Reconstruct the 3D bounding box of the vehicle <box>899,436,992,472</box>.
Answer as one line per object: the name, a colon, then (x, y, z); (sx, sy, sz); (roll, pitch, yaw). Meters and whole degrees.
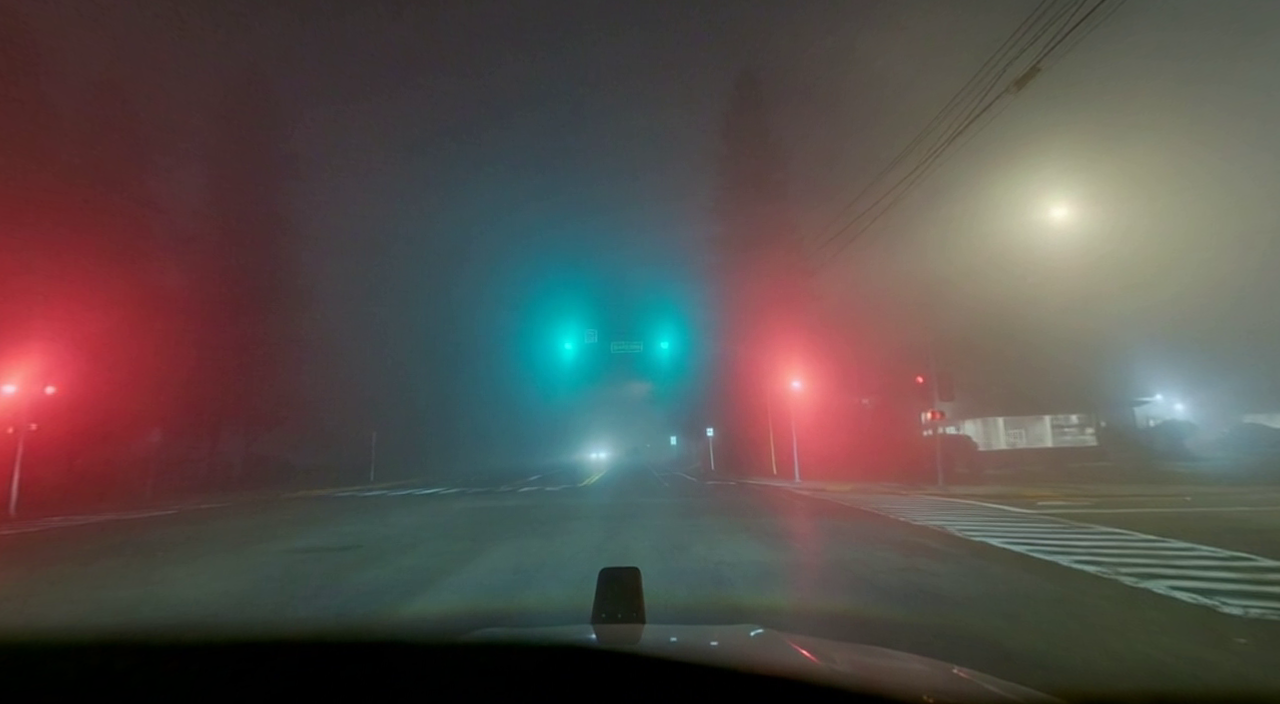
vehicle: (15.000, 5.045, 31.371); (1.959, 1.471, 4.570); (-4, -9, -5)
